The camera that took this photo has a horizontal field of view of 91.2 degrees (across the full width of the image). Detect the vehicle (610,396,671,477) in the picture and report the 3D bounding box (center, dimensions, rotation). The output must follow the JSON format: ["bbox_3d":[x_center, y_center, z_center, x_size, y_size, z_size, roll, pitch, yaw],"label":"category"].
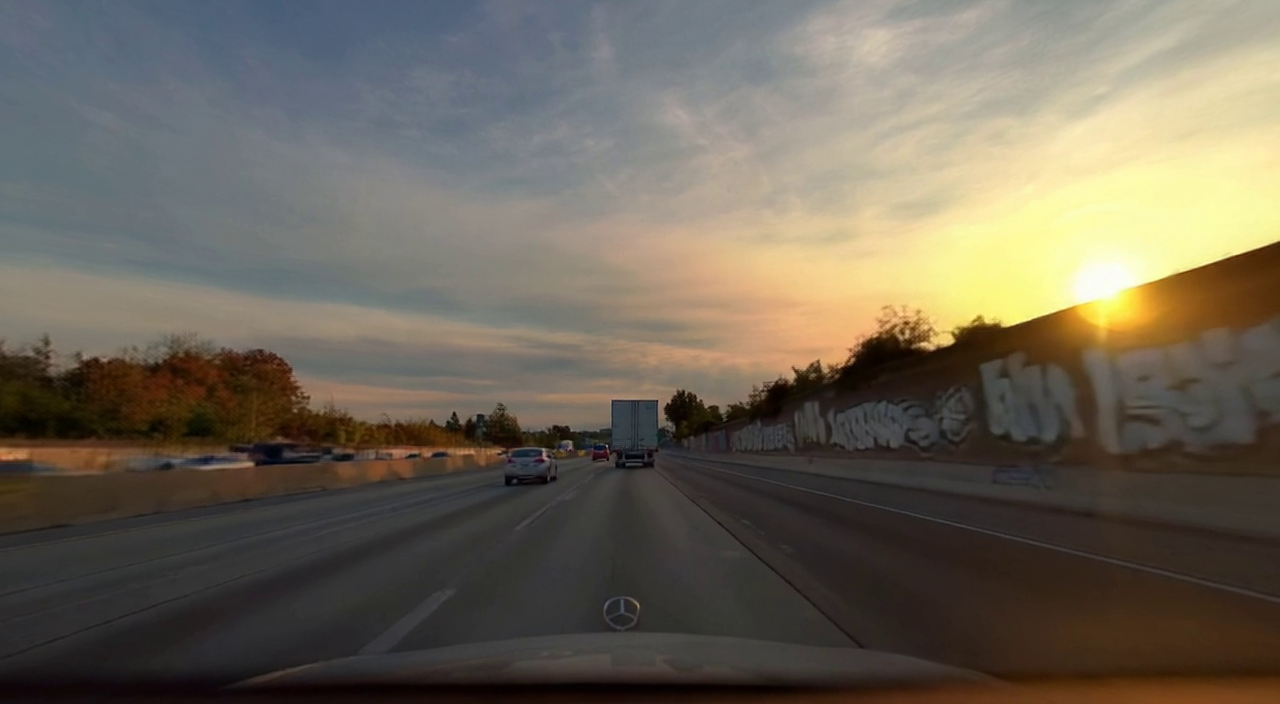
[{"bbox_3d":[-0.067,5.104,37.132,3.042,4.023,10.832,0,-9,-1],"label":"vehicle"}]

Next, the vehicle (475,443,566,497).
[{"bbox_3d":[-3.725,3.760,20.339,2.158,1.538,4.047,0,-9,0],"label":"vehicle"}]
